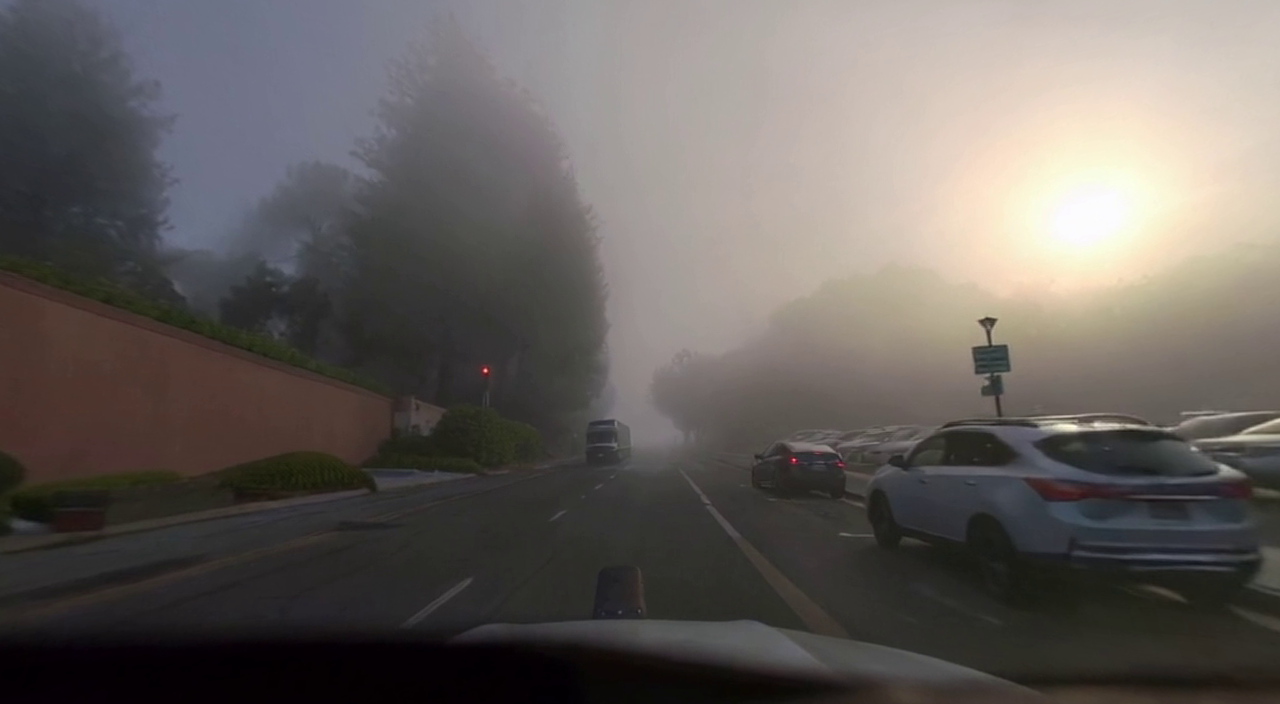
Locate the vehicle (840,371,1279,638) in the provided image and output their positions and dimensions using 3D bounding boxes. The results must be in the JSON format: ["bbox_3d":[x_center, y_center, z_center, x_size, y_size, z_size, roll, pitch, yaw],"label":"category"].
[{"bbox_3d":[3.994,1.344,6.606,2.270,1.749,4.792,0,-8,1],"label":"vehicle"}]

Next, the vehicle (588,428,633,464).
[{"bbox_3d":[-2.077,7.055,47.300,2.788,2.451,7.130,0,-8,2],"label":"vehicle"}]
